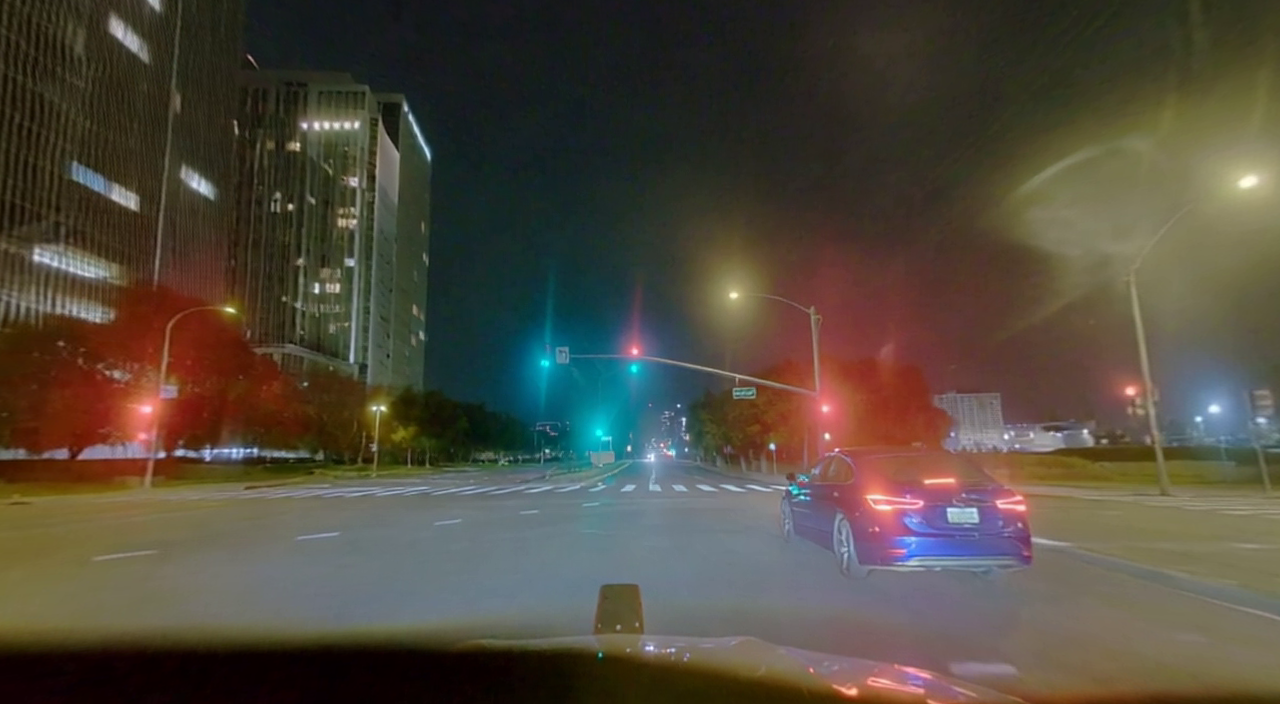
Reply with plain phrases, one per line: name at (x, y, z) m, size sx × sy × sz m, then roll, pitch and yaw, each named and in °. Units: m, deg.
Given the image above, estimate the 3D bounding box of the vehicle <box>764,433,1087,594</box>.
vehicle at (3.267, 1.942, 8.602) m, size 2.089 × 1.539 × 4.767 m, roll 0°, pitch -9°, yaw -1°
